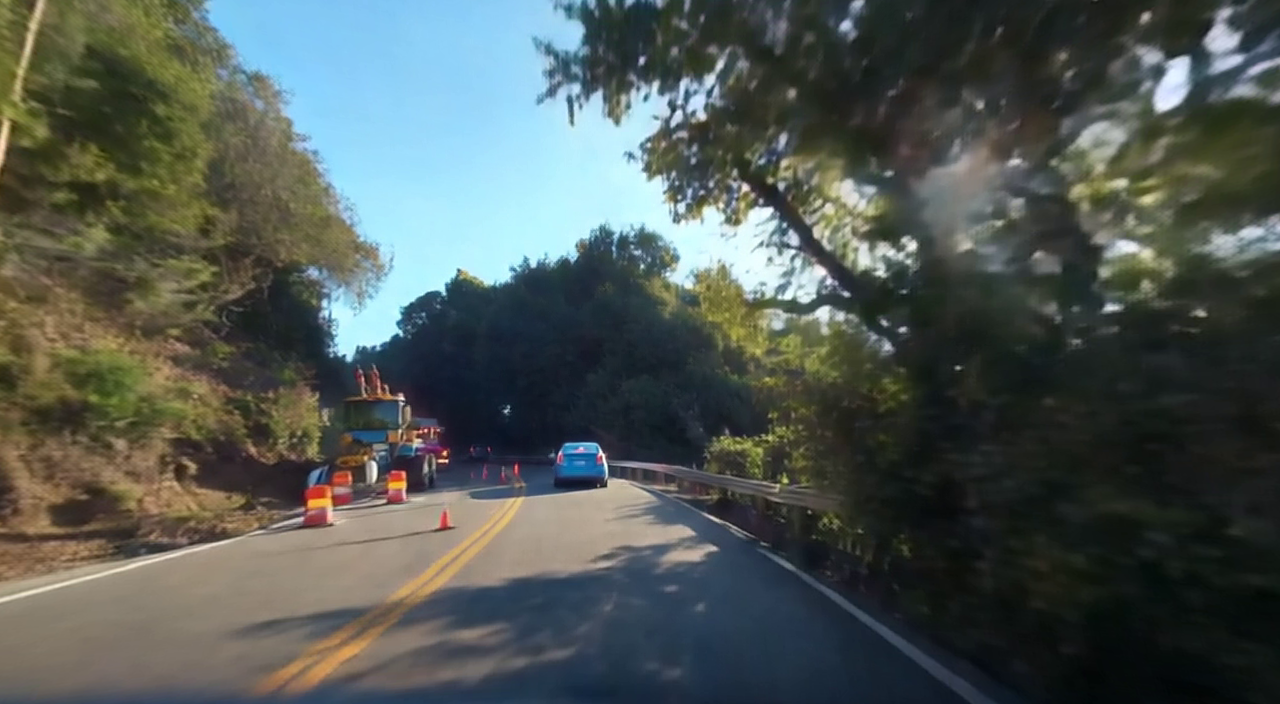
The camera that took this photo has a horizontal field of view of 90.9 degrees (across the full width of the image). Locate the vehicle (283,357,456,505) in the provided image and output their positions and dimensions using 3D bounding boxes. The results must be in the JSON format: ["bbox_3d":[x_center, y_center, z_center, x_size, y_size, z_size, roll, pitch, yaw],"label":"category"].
[{"bbox_3d":[-6.559,2.052,16.147,2.364,3.191,4.942,0,-8,-3],"label":"vehicle"}]

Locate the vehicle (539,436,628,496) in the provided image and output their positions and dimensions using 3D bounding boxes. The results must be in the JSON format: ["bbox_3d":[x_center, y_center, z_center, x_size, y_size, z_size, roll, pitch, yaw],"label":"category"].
[{"bbox_3d":[-1.748,3.193,18.070,2.259,1.503,4.075,1,-8,-9],"label":"vehicle"}]
